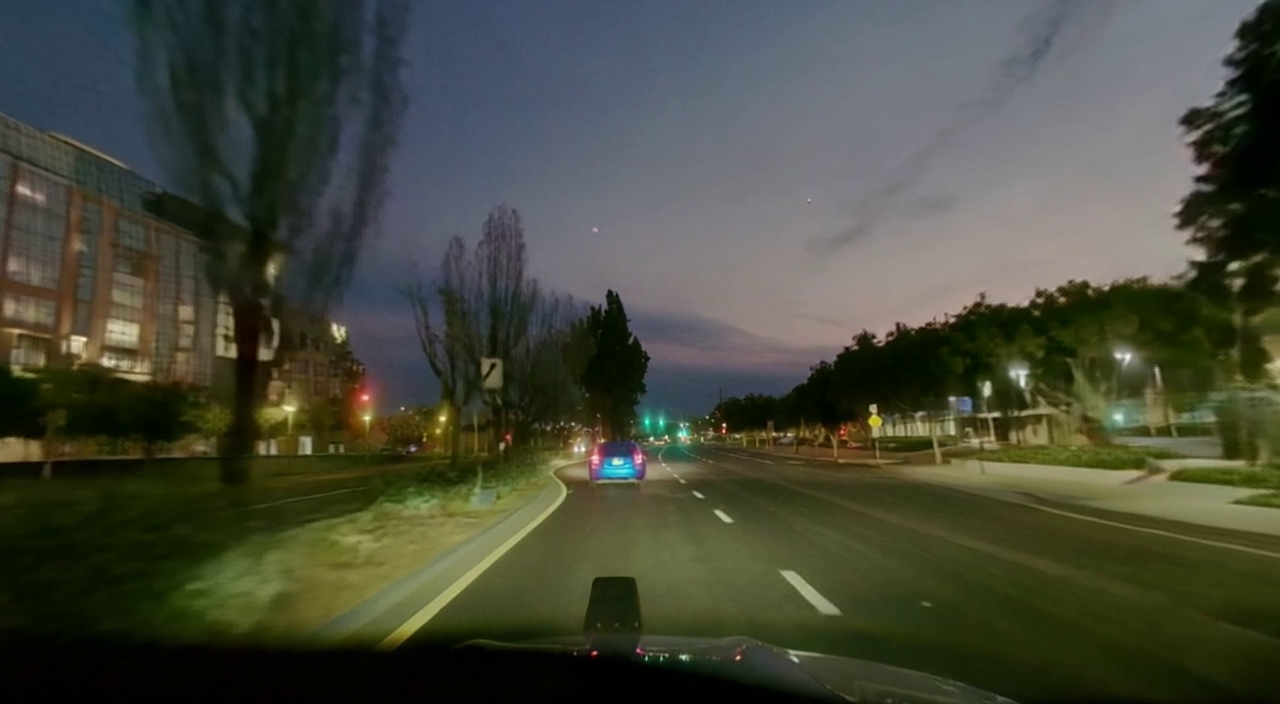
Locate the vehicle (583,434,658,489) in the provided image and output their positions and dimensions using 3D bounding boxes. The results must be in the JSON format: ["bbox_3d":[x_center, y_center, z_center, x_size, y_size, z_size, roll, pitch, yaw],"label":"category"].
[{"bbox_3d":[-0.677,3.347,19.718,2.042,1.479,4.601,0,-8,-4],"label":"vehicle"}]
